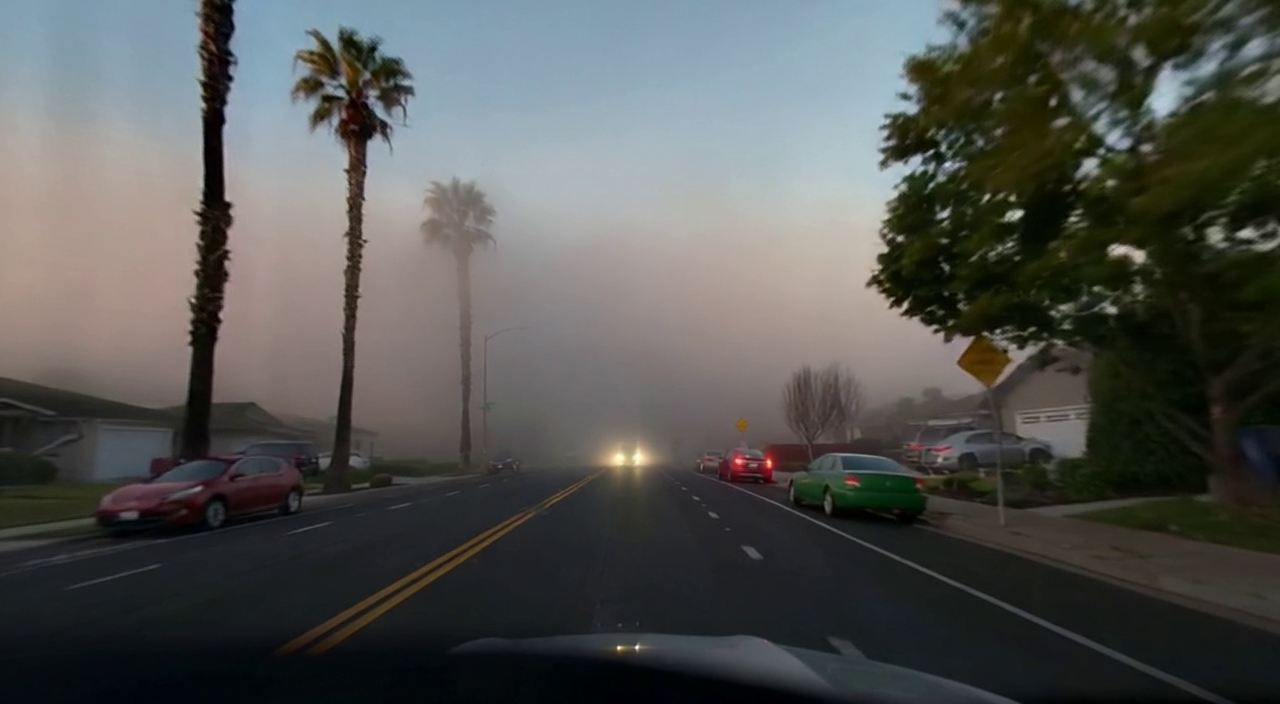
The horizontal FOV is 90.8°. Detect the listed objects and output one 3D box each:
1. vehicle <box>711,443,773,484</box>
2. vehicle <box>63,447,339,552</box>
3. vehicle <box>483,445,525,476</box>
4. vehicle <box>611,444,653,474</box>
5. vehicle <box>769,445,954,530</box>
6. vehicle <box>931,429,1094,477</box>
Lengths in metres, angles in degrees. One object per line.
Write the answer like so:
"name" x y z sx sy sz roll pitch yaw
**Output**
"vehicle" 4.420 4.914 28.260 2.017 1.646 5.389 0 -9 2
"vehicle" -8.946 2.980 13.748 2.181 1.527 5.441 -2 -7 0
"vehicle" -9.040 7.226 42.281 1.945 1.666 4.107 -3 -6 -1
"vehicle" -0.415 5.649 33.582 2.098 1.483 4.099 0 -9 -1
"vehicle" 4.494 2.816 13.897 2.033 1.495 5.175 0 -9 -2
"vehicle" 12.499 3.410 21.403 4.288 1.539 1.934 0 -9 -1
